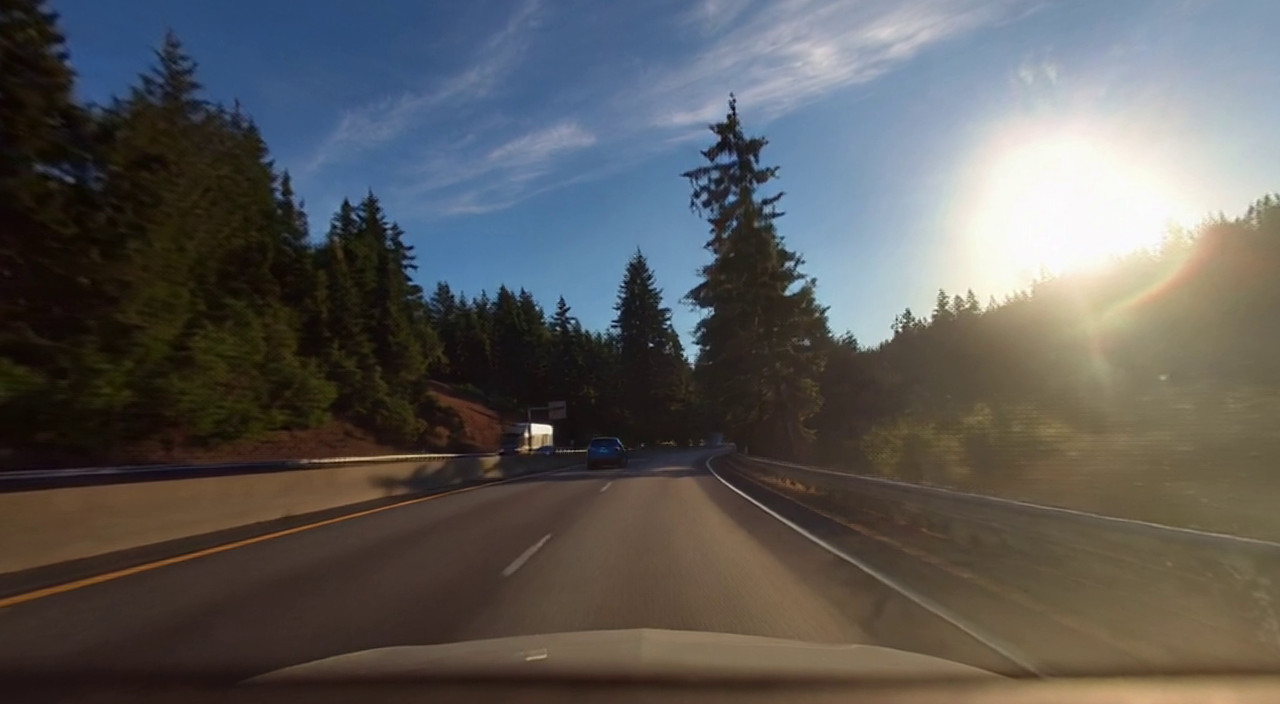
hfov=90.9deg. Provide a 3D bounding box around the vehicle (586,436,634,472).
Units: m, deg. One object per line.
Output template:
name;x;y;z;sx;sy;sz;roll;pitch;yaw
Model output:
vehicle;-1.526;5.439;33.886;2.005;1.752;4.479;-1;-8;5
